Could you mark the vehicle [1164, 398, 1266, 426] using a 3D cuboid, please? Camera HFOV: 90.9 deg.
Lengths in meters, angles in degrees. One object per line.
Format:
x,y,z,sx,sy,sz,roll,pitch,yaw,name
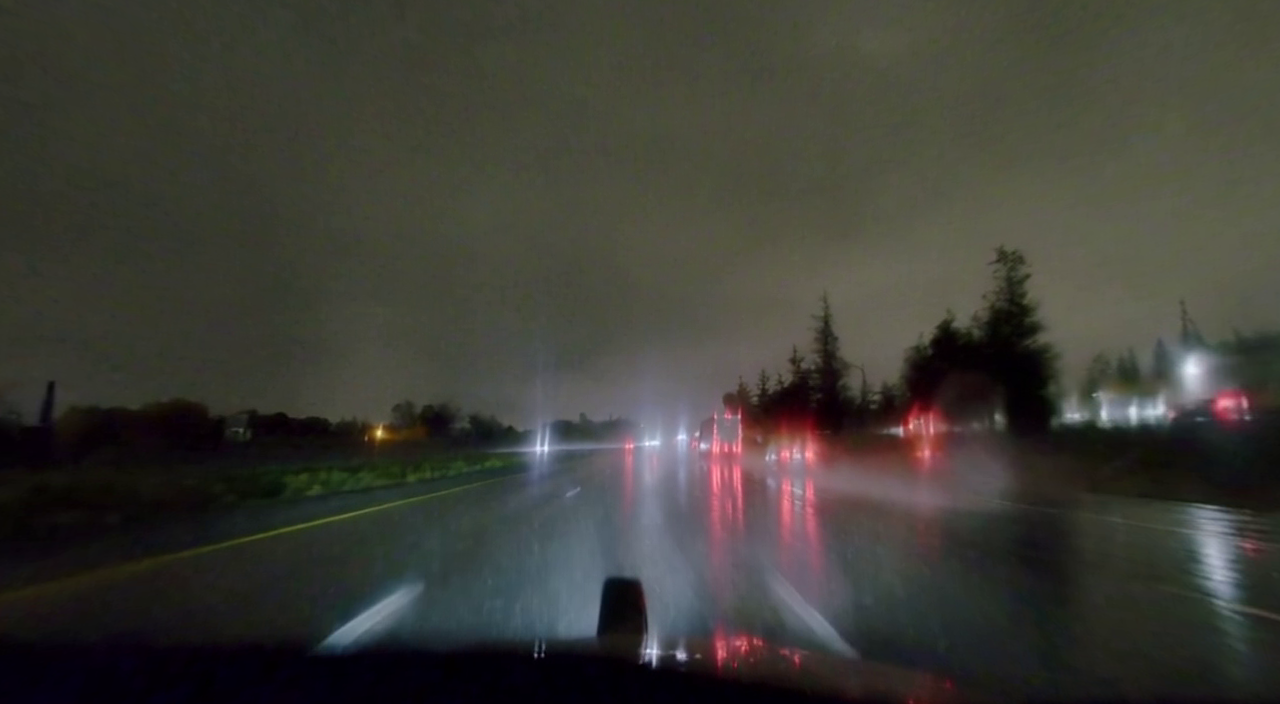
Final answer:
44.371,4.679,48.866,2.205,1.861,5.602,1,-9,-8,vehicle
